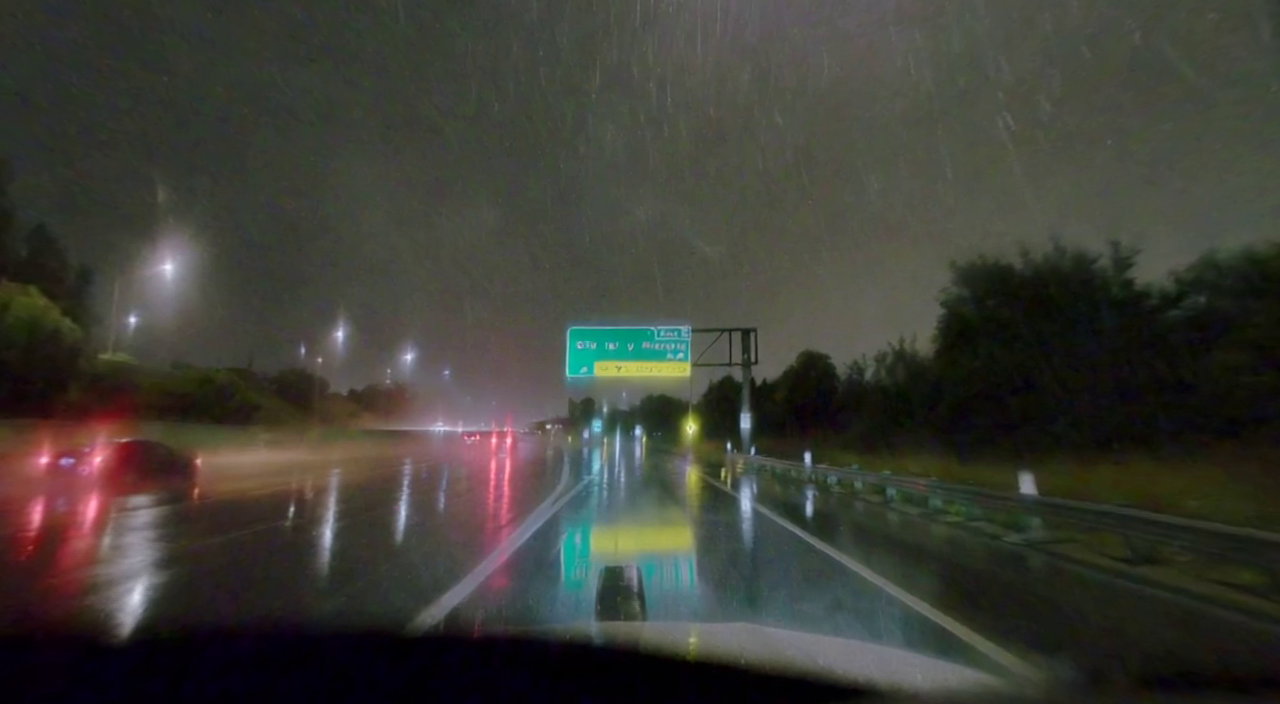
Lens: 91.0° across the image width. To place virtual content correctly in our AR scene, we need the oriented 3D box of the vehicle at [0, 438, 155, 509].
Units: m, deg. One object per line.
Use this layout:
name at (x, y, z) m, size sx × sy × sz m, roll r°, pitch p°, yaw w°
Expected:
vehicle at (-16.311, 3.339, 17.726) m, size 2.093 × 1.735 × 4.285 m, roll 1°, pitch -9°, yaw -5°
